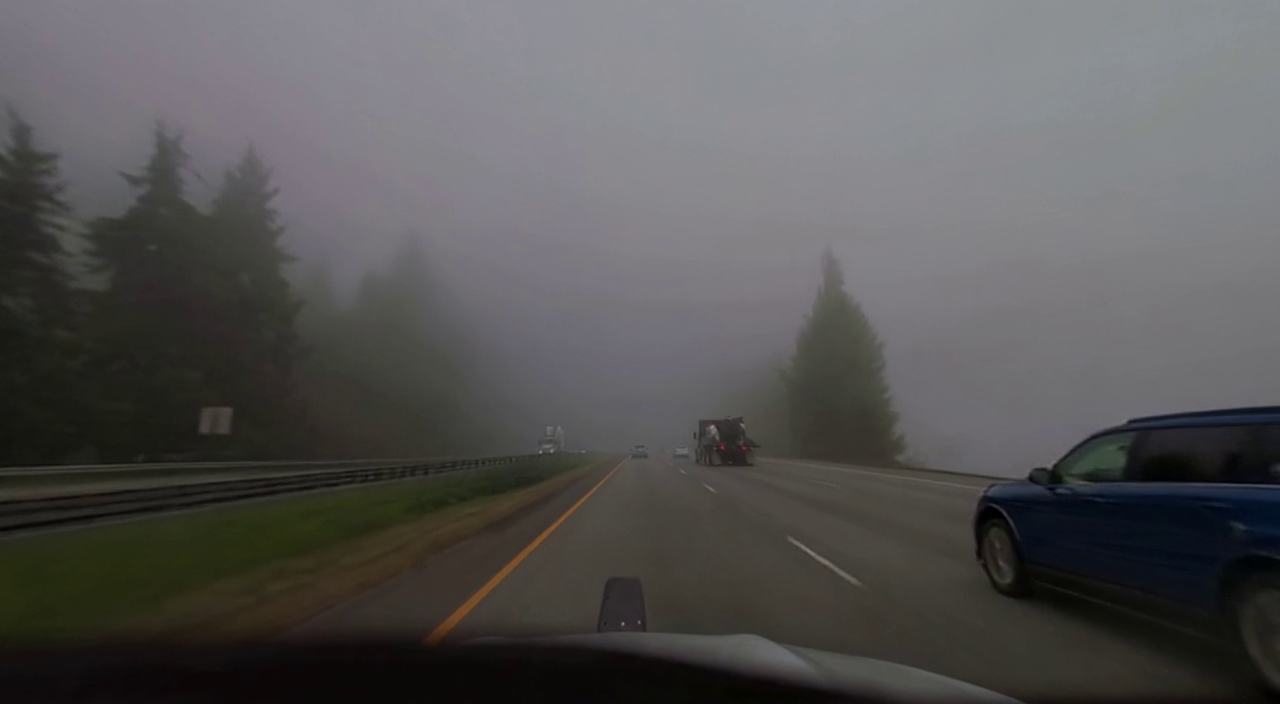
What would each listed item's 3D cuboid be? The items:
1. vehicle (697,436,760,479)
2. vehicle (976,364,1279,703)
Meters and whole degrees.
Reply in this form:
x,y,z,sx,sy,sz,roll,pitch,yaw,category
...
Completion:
x,y,z,sx,sy,sz,roll,pitch,yaw,category
3.691,4.496,27.082,2.022,1.658,4.132,0,-9,-1,vehicle
3.900,0.927,3.314,2.005,1.604,4.002,0,-9,0,vehicle
